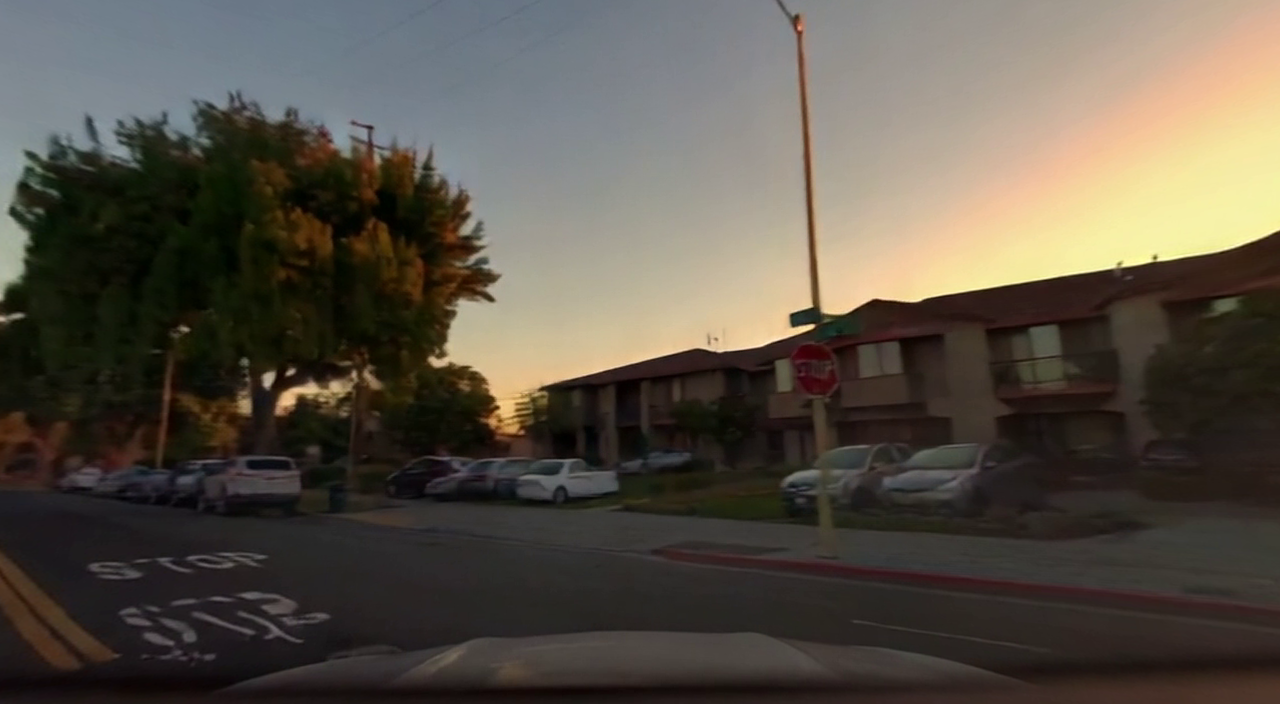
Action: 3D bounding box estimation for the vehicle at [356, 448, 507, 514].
[{"bbox_3d":[-7.723,4.556,22.898,6.027,1.893,2.282,-6,-9,39],"label":"vehicle"}]

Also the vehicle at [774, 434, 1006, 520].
[{"bbox_3d":[5.906,2.938,15.275,4.778,1.753,1.959,-8,-12,41],"label":"vehicle"}]

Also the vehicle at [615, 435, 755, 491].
[{"bbox_3d":[2.713,7.151,41.061,9.384,3.230,2.928,-8,-12,43],"label":"vehicle"}]

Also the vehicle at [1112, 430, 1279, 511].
[{"bbox_3d":[16.110,3.066,16.555,5.798,1.920,2.267,1,-9,-8],"label":"vehicle"}]

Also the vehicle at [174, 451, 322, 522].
[{"bbox_3d":[-12.945,4.244,20.557,5.853,1.974,2.292,-8,-12,40],"label":"vehicle"}]
